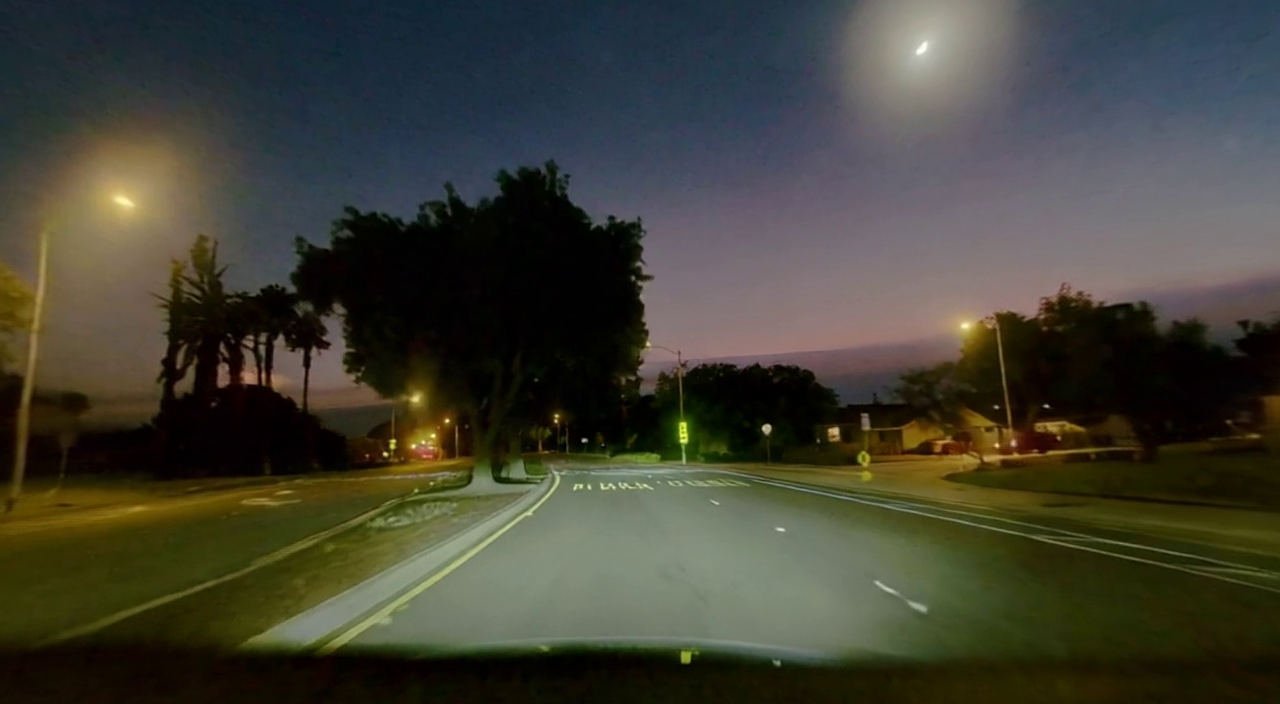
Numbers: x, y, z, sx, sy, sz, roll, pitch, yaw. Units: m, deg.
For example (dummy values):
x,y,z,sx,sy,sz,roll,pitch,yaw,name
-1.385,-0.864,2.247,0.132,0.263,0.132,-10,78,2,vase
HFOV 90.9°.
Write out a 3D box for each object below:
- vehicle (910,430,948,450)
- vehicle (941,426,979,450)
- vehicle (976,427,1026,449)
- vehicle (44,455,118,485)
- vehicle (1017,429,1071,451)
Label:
x,y,z,sx,sy,sz,roll,pitch,yaw,name
22.565,6.887,49.318,1.702,1.536,3.896,-1,-8,9,vehicle
24.700,6.598,48.770,1.994,1.714,4.222,-1,-7,18,vehicle
28.388,6.783,49.683,1.798,1.621,3.735,0,-8,3,vehicle
-39.975,8.395,45.274,2.227,1.905,5.954,4,-9,-24,vehicle
31.180,6.841,48.789,1.854,1.512,4.082,-6,-9,8,vehicle
